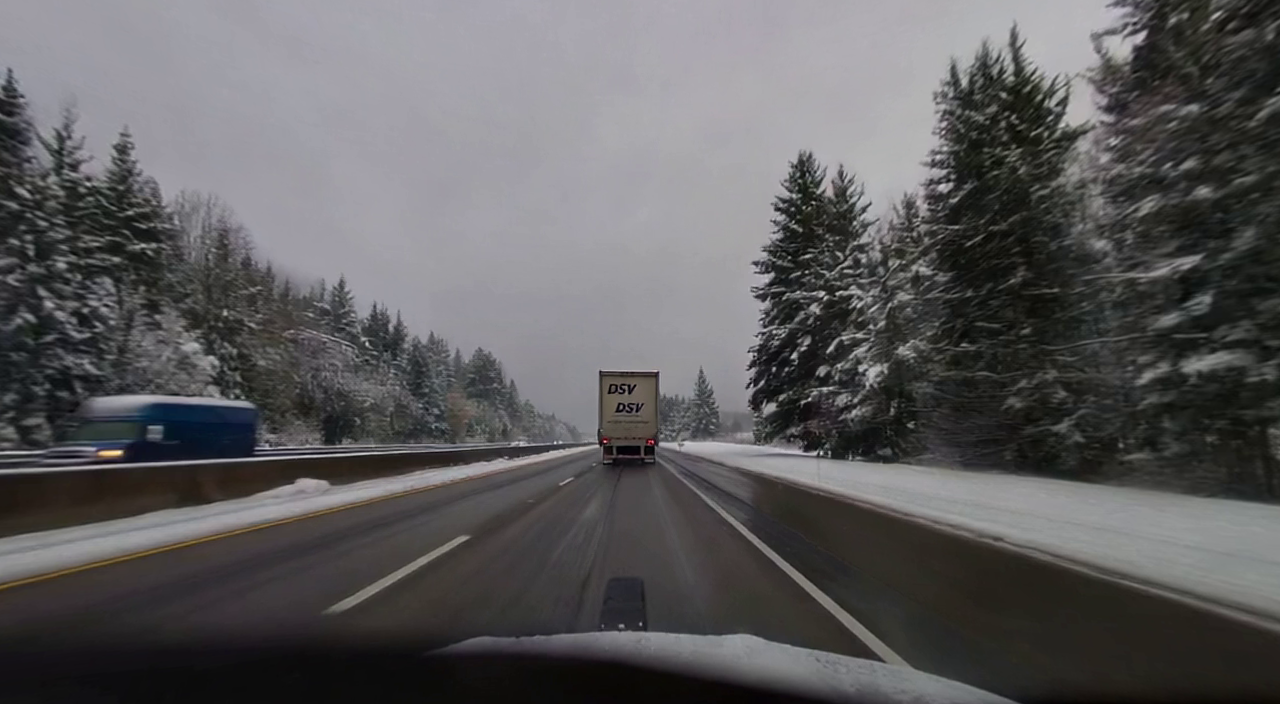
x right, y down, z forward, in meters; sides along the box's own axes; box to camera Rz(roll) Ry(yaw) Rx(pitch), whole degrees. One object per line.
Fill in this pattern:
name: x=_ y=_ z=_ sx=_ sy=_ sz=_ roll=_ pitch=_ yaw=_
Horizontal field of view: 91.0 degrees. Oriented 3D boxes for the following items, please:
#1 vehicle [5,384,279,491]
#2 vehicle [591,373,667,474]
vehicle: x=-12.776 y=2.320 z=17.020 sx=2.427 sy=2.371 sz=6.043 roll=0 pitch=-8 yaw=0
vehicle: x=-0.588 y=3.544 z=30.098 sx=2.969 sy=3.957 sz=10.270 roll=0 pitch=-8 yaw=-2
